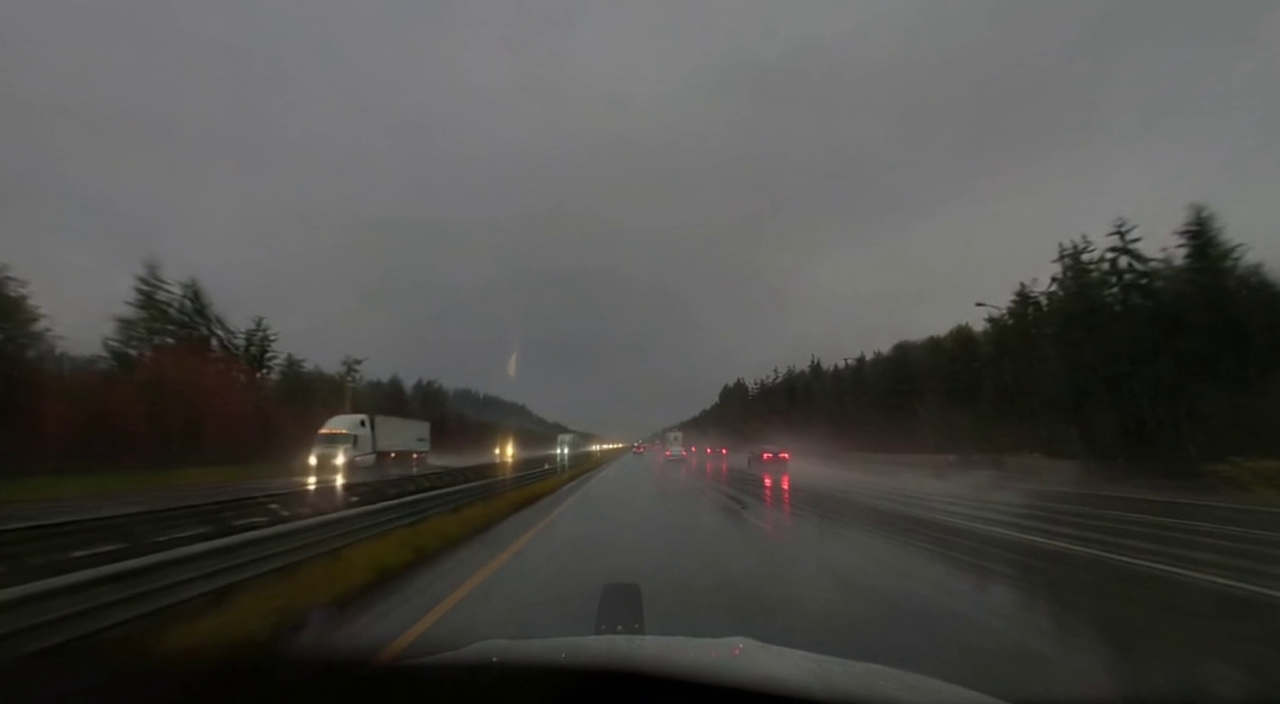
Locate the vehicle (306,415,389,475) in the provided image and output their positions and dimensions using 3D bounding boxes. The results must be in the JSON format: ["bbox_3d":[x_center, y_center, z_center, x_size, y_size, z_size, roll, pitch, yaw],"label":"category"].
[{"bbox_3d":[-20.495,6.561,44.325,2.925,3.917,5.946,0,-9,-1],"label":"vehicle"}]
